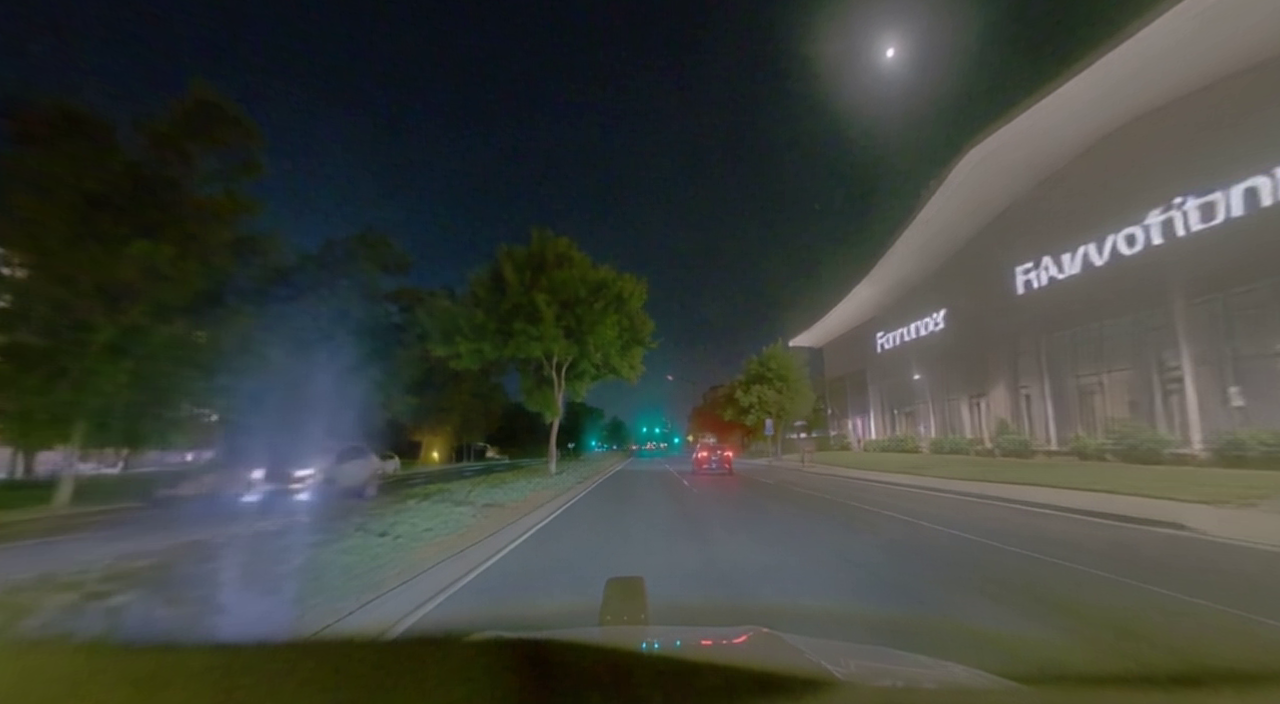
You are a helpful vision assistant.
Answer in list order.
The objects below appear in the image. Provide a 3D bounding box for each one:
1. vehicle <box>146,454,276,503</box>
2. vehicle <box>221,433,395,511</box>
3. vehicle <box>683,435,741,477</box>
[{"bbox_3d":[-16.406,4.819,24.459,1.848,1.641,4.644,0,-8,-1],"label":"vehicle"},{"bbox_3d":[-8.426,3.070,16.601,2.040,1.729,4.566,0,-9,1],"label":"vehicle"},{"bbox_3d":[3.265,4.822,29.451,2.143,1.759,4.378,0,-9,-1],"label":"vehicle"}]
